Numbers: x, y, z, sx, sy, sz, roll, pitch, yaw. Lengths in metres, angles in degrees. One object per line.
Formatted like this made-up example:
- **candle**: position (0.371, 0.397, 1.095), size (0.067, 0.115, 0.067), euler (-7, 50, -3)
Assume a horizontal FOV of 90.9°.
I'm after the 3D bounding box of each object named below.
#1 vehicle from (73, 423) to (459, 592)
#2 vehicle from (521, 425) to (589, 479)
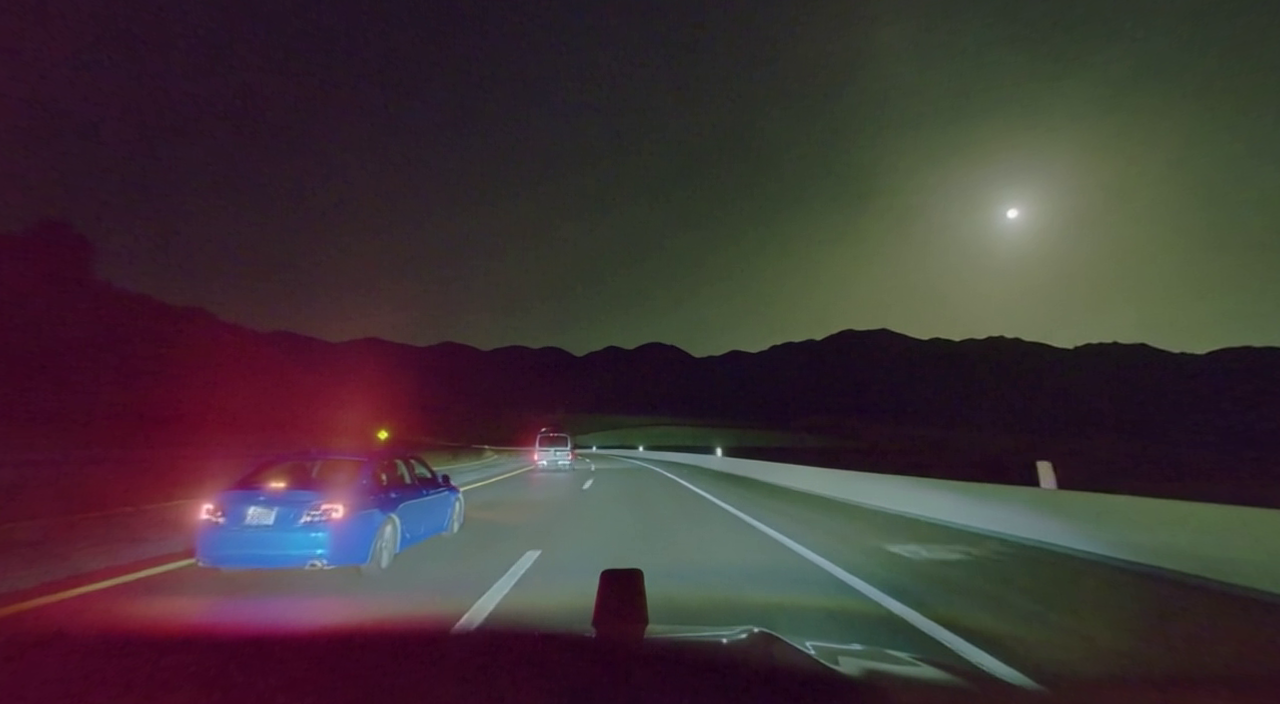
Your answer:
- **vehicle**: position (-4.056, 1.755, 8.064), size (2.097, 1.511, 4.585), euler (0, -8, 0)
- **vehicle**: position (-3.732, 4.543, 28.834), size (2.444, 2.204, 5.568), euler (0, -8, -1)
